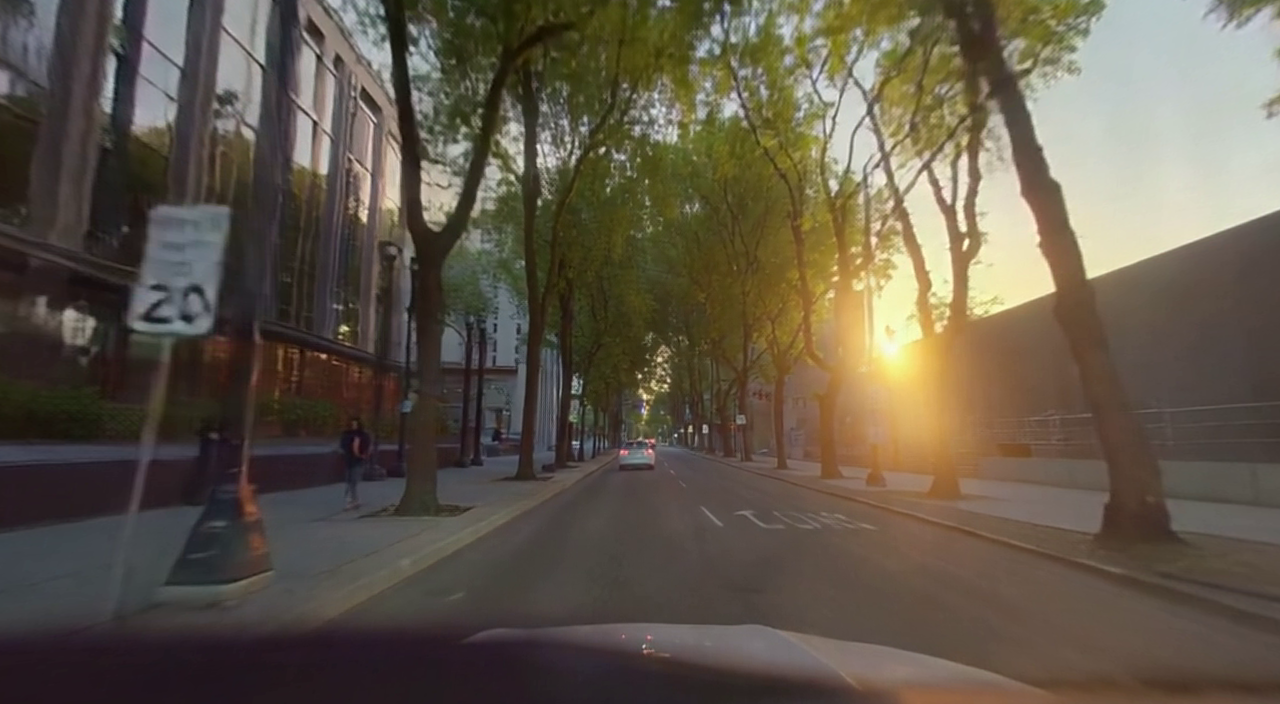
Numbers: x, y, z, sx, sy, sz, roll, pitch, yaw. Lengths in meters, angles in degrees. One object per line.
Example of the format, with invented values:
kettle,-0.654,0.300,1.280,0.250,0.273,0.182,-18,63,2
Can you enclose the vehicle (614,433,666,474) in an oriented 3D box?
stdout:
vehicle,-0.032,4.348,27.197,2.079,1.621,3.861,0,-8,-1
